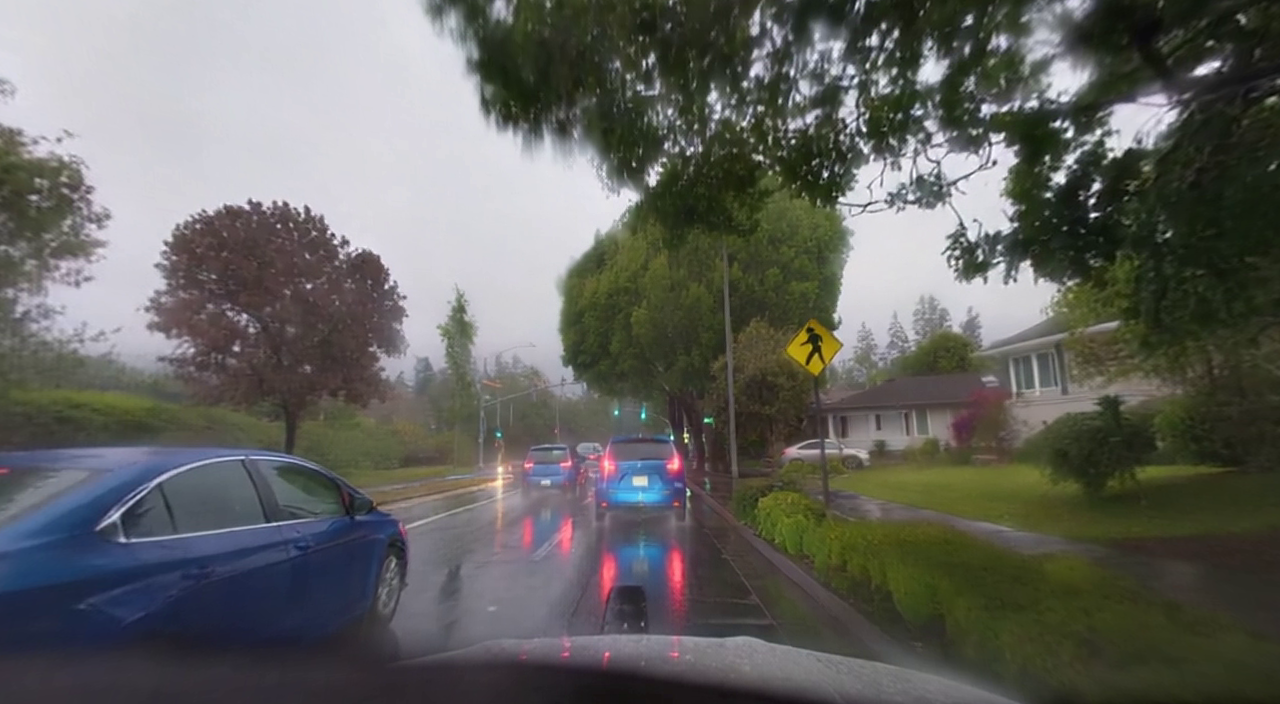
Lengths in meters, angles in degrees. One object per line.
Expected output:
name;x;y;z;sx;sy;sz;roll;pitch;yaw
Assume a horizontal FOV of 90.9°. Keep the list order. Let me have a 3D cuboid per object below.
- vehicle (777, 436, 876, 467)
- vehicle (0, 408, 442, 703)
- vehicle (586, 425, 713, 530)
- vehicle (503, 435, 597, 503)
vehicle;9.523;5.127;32.394;4.456;1.504;1.914;0;-8;1
vehicle;-2.855;1.140;3.375;1.968;1.472;4.685;-1;-8;1
vehicle;0.204;2.398;12.576;2.120;1.718;3.909;-1;-8;2
vehicle;-2.478;3.349;18.508;2.000;1.737;4.133;-1;-8;2
